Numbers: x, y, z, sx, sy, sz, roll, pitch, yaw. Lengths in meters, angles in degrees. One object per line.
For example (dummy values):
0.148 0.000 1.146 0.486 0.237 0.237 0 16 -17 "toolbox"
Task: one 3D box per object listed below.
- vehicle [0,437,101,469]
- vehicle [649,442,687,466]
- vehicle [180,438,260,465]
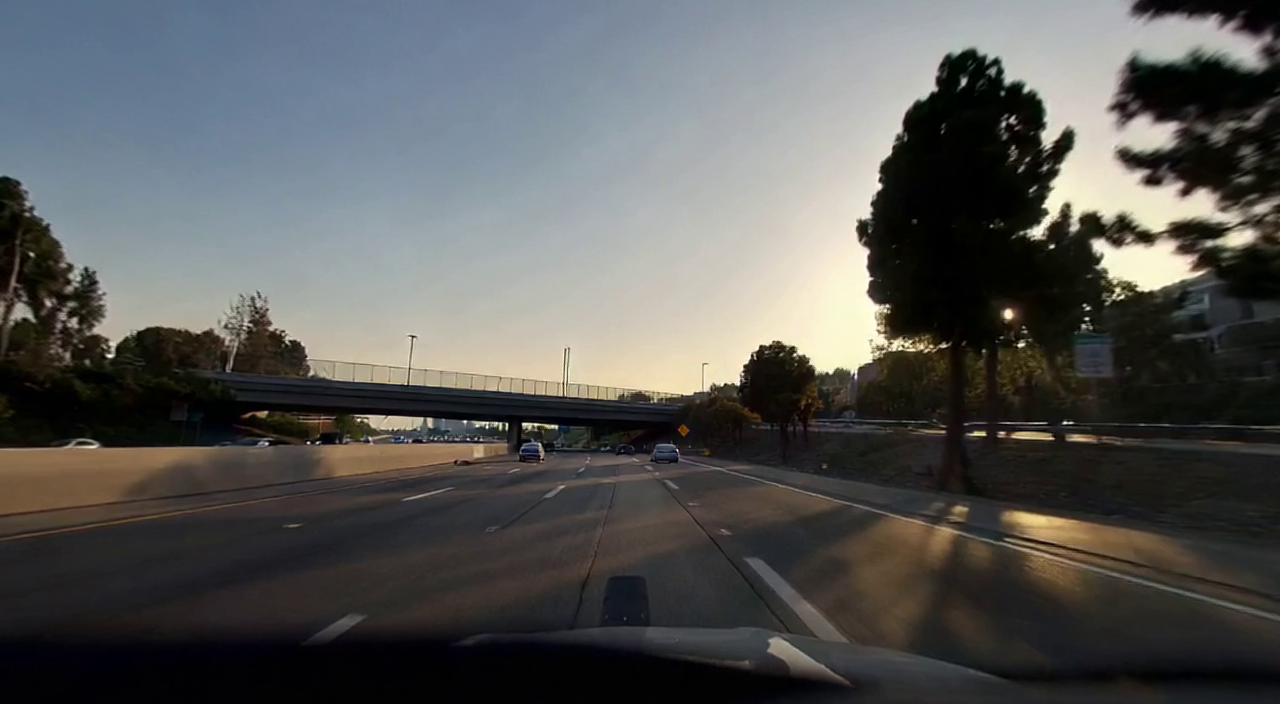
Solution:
-38.071 6.420 40.383 2.152 1.903 5.882 0 -8 -3 "vehicle"
1.854 6.905 43.032 2.059 1.509 4.670 1 -8 -4 "vehicle"
-27.093 6.440 40.900 2.019 1.636 4.858 0 -8 -3 "vehicle"
